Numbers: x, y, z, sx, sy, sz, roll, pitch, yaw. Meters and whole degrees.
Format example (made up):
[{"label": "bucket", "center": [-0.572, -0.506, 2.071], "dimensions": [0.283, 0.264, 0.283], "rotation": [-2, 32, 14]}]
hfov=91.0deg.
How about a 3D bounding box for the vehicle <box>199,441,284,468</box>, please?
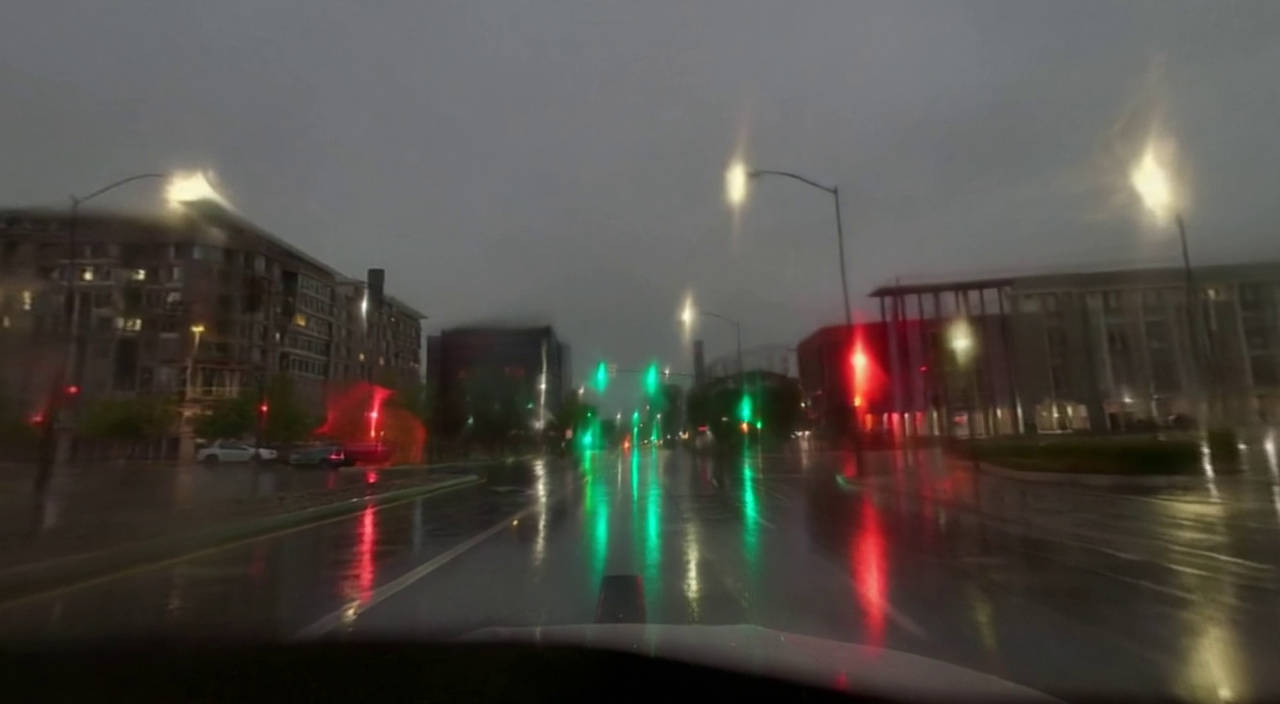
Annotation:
[{"label": "vehicle", "center": [-27.947, 7.177, 44.295], "dimensions": [4.603, 1.666, 1.972], "rotation": [-2, -7, -5]}]
